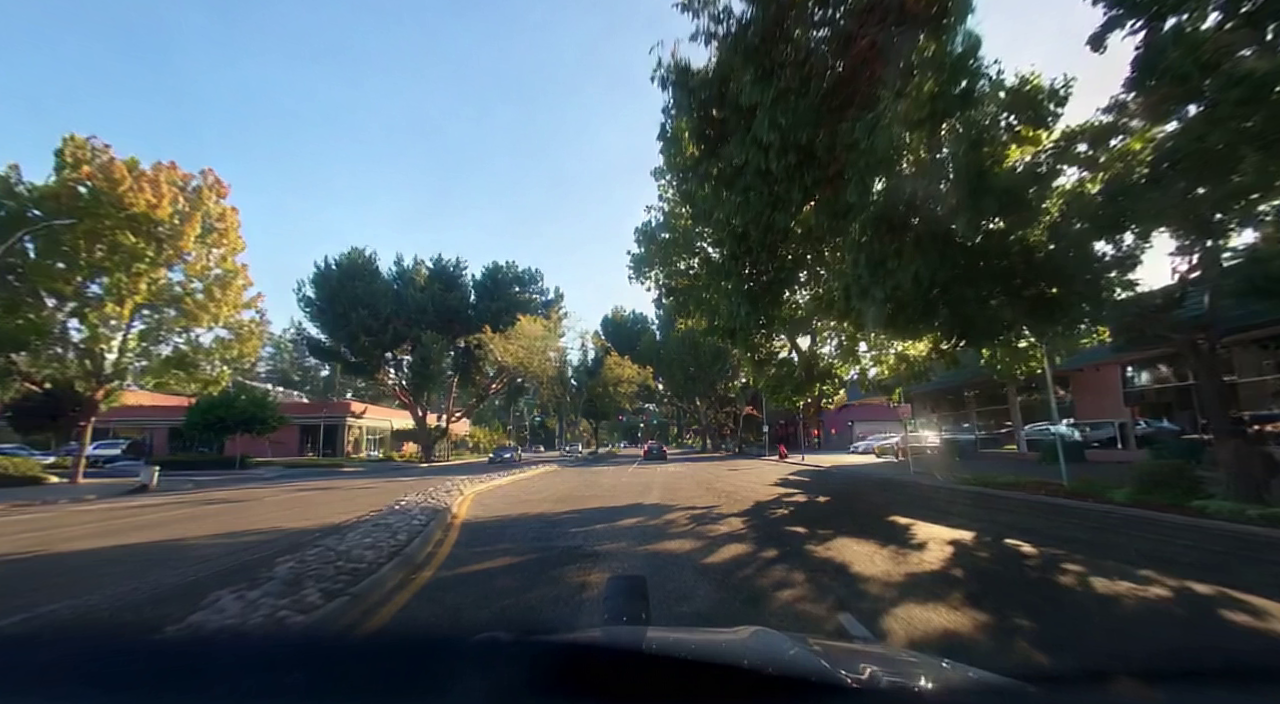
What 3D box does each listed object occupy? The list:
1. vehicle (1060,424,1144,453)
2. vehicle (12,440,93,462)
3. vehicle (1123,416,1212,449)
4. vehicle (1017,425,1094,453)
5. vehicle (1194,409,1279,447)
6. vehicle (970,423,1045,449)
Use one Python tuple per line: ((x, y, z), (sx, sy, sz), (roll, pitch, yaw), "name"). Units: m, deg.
((21.973, 4.097, 30.026), (3.143, 1.303, 1.491), (1, -8, -16), "vehicle")
((-45.682, 7.752, 49.097), (4.443, 1.398, 1.830), (-3, -10, -2), "vehicle")
((23.079, 3.551, 27.605), (3.221, 1.347, 1.557), (3, -10, -23), "vehicle")
((21.296, 4.461, 32.352), (3.179, 1.322, 1.521), (1, -8, -18), "vehicle")
((24.386, 3.098, 25.363), (3.380, 1.431, 1.765), (4, -9, -24), "vehicle")
((25.708, 5.927, 44.302), (1.850, 1.745, 4.514), (2, -9, -12), "vehicle")
